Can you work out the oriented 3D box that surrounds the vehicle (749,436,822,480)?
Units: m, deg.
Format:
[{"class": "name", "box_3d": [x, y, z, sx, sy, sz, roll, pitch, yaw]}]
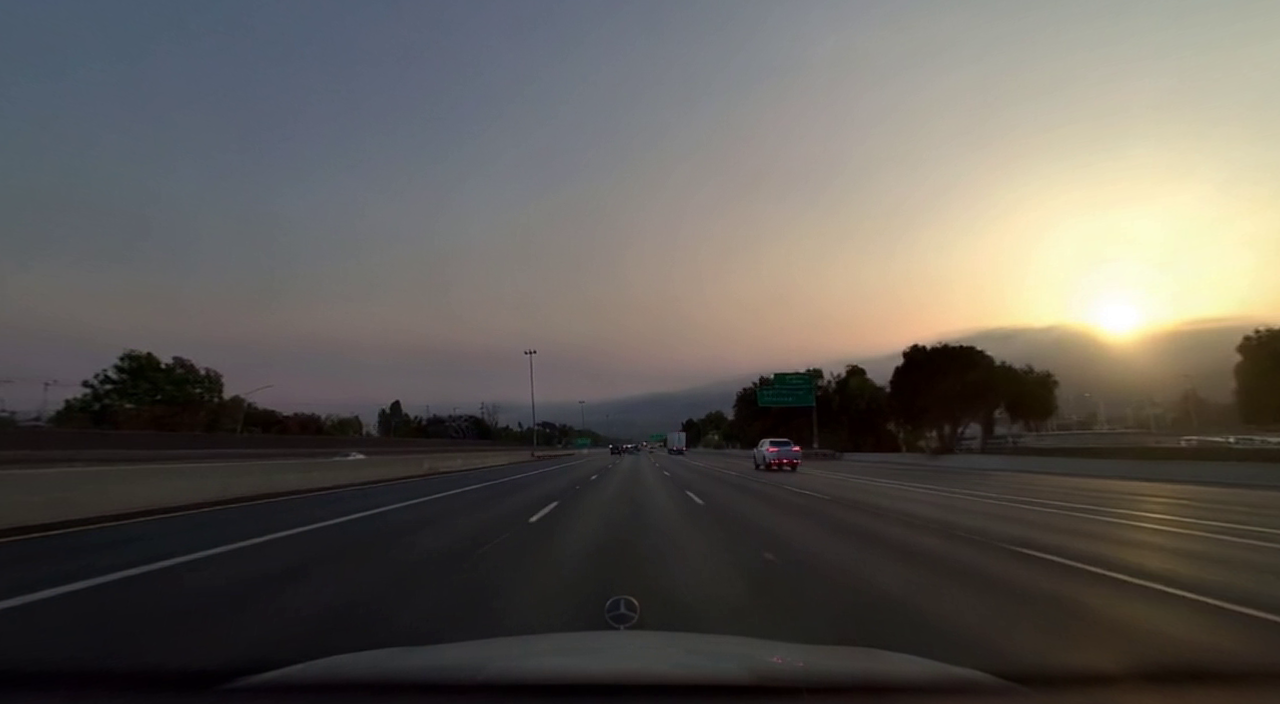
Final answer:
[{"class": "vehicle", "box_3d": [6.311, 4.641, 27.892, 2.096, 1.767, 4.601, 0, -9, 0]}]
